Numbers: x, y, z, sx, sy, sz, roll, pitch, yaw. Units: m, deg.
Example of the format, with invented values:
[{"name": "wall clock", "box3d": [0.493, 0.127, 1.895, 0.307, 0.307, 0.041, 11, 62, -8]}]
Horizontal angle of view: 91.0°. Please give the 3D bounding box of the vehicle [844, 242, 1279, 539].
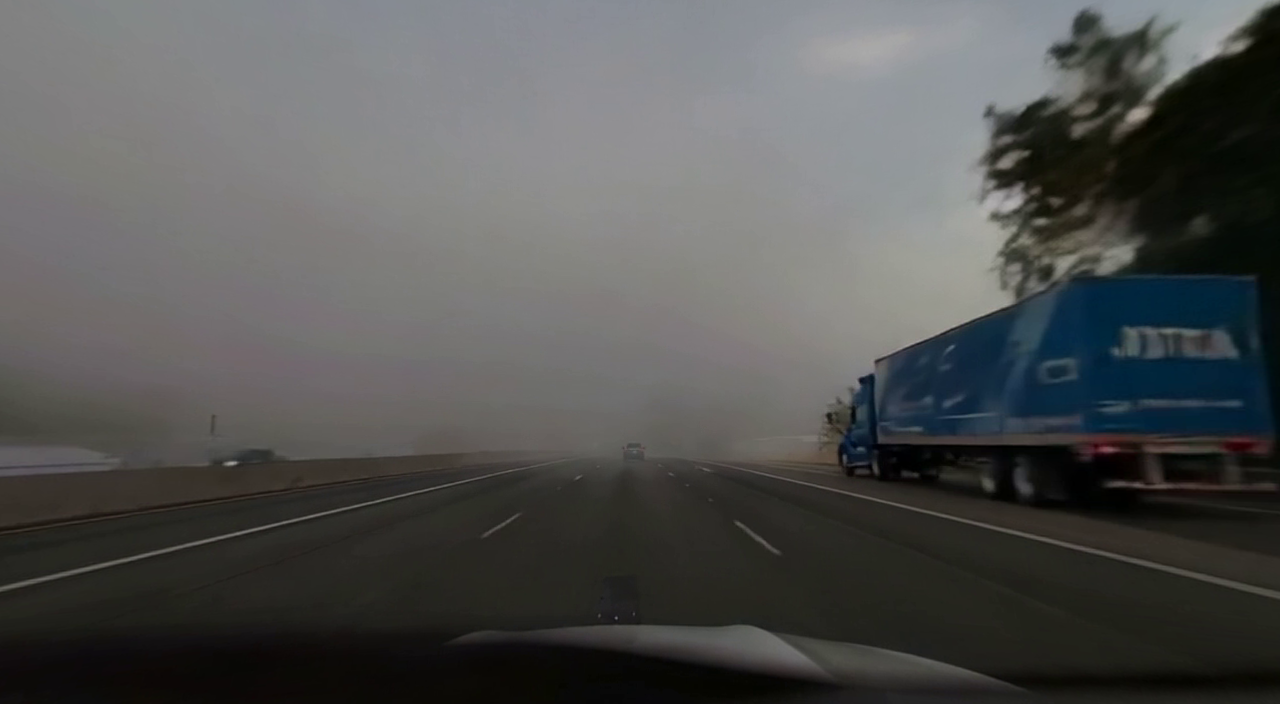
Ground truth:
[{"name": "vehicle", "box3d": [9.138, 1.665, 16.887, 3.469, 3.986, 17.065, -1, -8, 6]}]
